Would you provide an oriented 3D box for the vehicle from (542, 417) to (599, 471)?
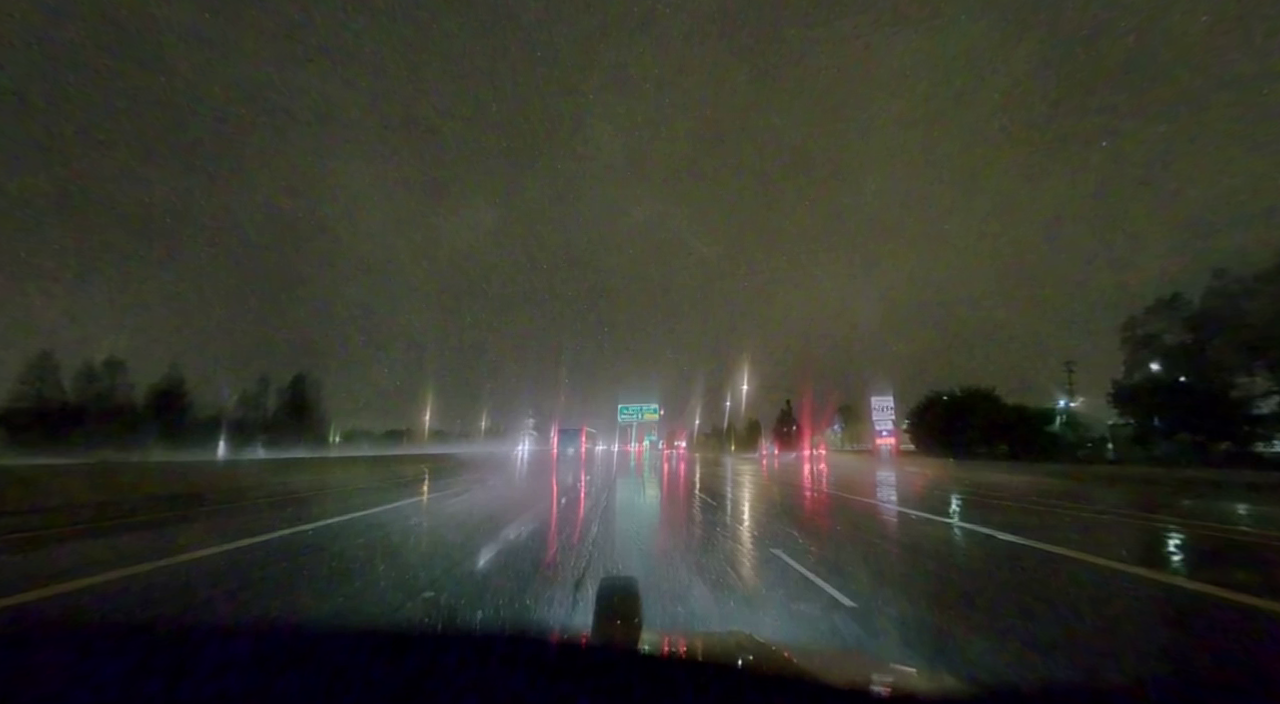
[{"bbox_3d":[-4.085,5.637,38.569,2.881,2.937,7.045,0,-9,-2],"label":"vehicle"}]
